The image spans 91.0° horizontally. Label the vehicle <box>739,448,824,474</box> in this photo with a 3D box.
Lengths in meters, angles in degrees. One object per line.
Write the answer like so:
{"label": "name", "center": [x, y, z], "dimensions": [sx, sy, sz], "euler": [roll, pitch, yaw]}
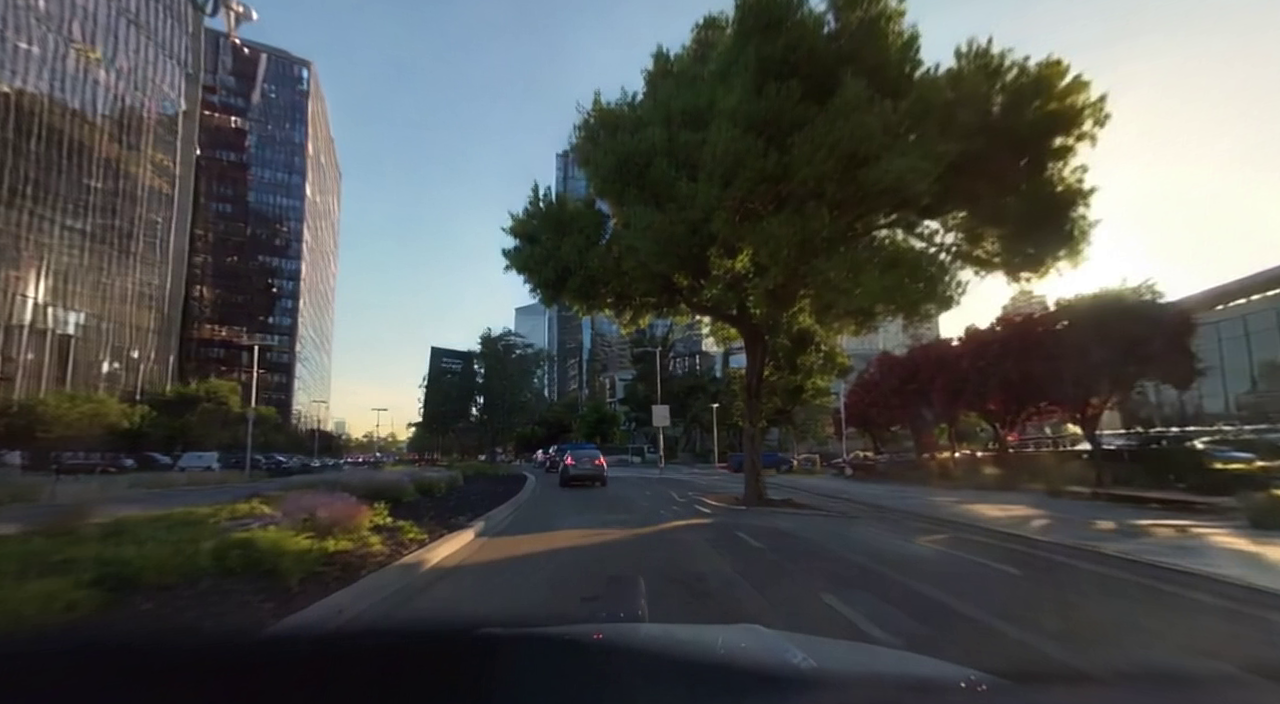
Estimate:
{"label": "vehicle", "center": [8.416, 6.562, 37.900], "dimensions": [4.645, 1.505, 2.100], "euler": [0, -9, 2]}

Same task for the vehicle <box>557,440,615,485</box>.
{"label": "vehicle", "center": [-2.251, 4.555, 26.235], "dimensions": [2.183, 1.675, 4.319], "euler": [1, -9, -5]}
